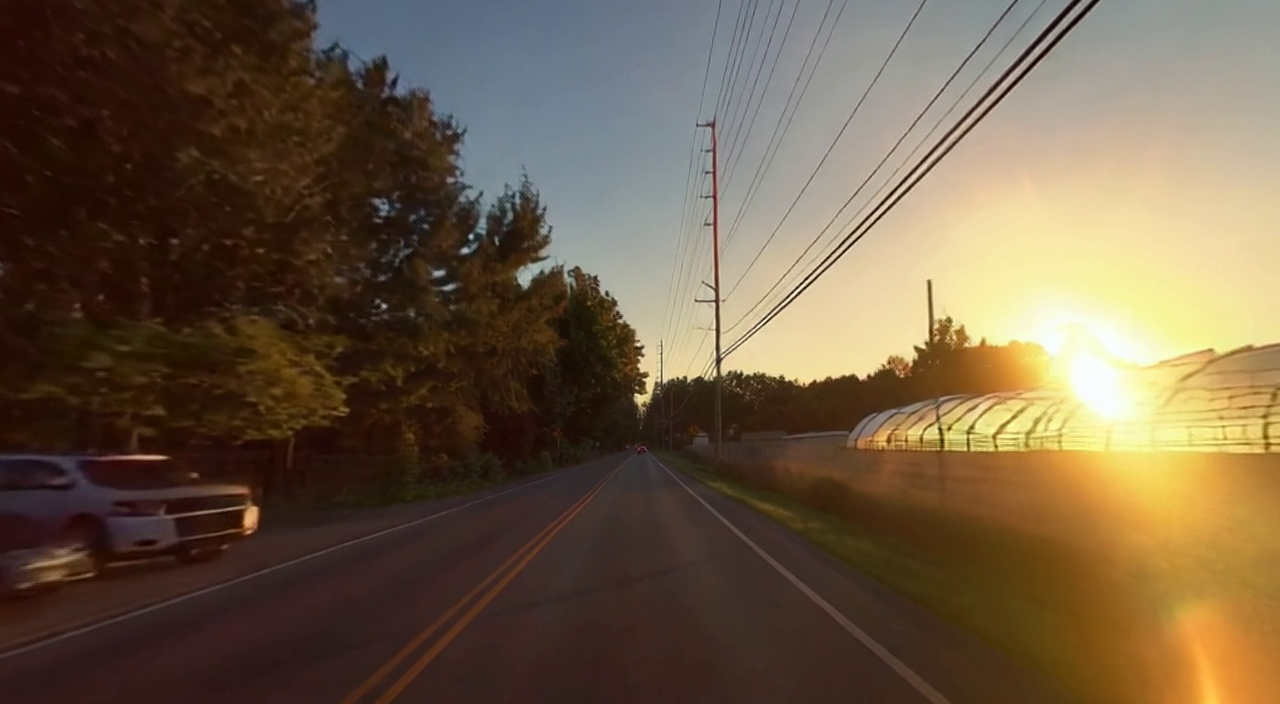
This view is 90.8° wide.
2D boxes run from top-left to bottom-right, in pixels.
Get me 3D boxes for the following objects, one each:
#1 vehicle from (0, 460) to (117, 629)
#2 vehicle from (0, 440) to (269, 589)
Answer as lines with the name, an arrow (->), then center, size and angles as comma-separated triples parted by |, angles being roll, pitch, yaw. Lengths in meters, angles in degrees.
vehicle -> -8.122, 1.817, 6.026 | 4.525, 1.499, 1.934 | 0, -9, 1
vehicle -> -7.886, 2.080, 8.565 | 4.374, 1.717, 2.094 | 0, -9, 2
